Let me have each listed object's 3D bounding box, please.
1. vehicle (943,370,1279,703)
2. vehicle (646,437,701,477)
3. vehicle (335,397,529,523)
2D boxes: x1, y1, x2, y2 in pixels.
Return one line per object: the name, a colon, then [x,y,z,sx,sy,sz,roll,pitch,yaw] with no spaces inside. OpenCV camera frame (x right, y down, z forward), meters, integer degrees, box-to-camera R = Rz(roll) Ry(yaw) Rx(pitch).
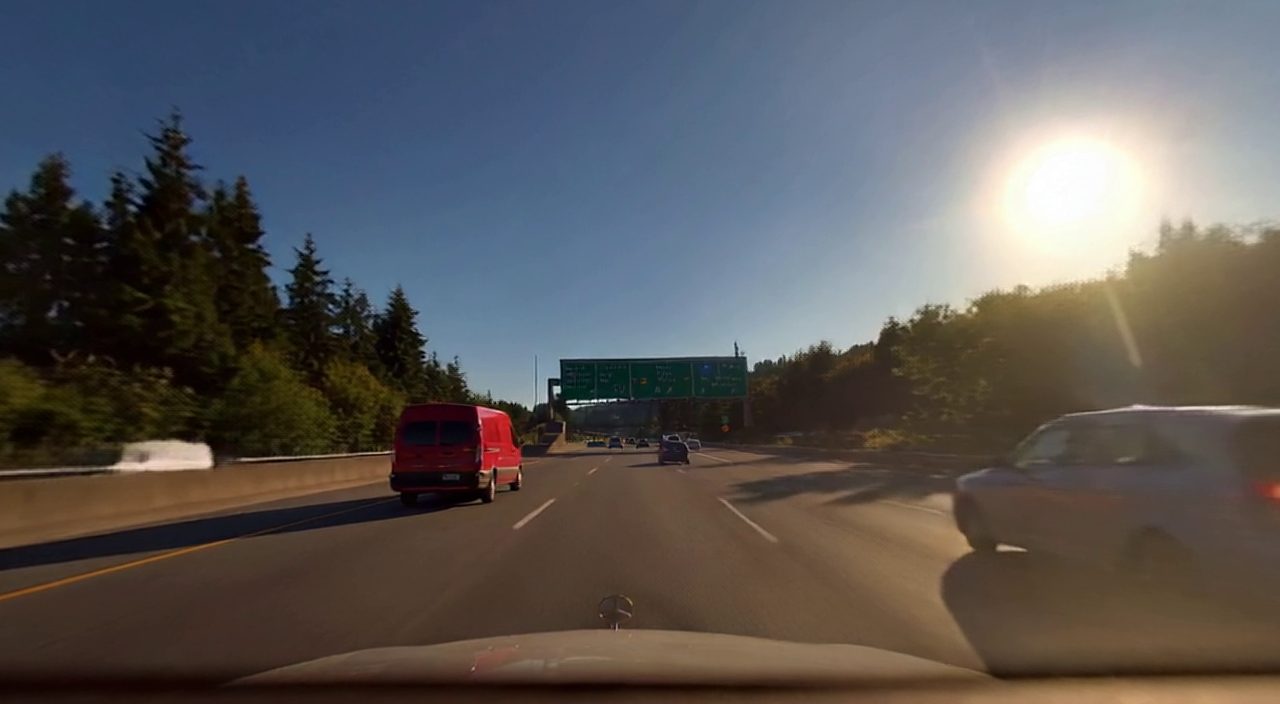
vehicle: [4.128,1.050,4.112,1.996,1.638,4.496,0,-8,-1]
vehicle: [1.262,4.148,25.381,2.020,1.464,3.803,0,-8,0]
vehicle: [-3.884,2.113,12.986,2.275,2.053,5.082,0,-8,-1]
